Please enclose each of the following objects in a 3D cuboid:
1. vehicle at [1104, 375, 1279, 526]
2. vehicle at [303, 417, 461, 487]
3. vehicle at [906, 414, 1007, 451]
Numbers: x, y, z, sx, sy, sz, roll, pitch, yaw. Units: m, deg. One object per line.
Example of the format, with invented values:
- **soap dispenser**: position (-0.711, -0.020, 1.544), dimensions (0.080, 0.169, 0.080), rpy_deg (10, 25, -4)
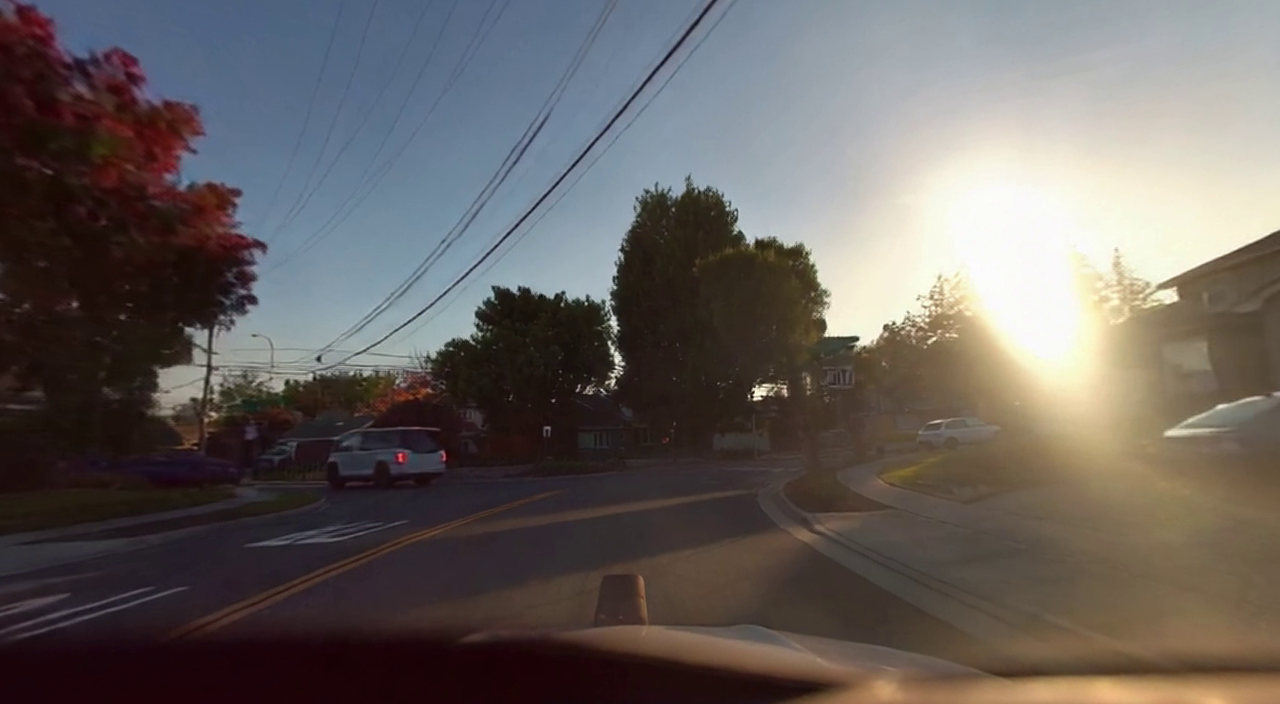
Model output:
- **vehicle**: position (9.154, 0.973, 8.098), dimensions (4.658, 1.536, 2.090), rpy_deg (-8, -9, -2)
- **vehicle**: position (-12.663, 4.839, 30.875), dimensions (7.559, 3.058, 2.929), rpy_deg (-5, -10, 29)
- **vehicle**: position (19.433, 5.028, 39.007), dimensions (2.056, 2.014, 5.011), rpy_deg (7, -12, -40)
